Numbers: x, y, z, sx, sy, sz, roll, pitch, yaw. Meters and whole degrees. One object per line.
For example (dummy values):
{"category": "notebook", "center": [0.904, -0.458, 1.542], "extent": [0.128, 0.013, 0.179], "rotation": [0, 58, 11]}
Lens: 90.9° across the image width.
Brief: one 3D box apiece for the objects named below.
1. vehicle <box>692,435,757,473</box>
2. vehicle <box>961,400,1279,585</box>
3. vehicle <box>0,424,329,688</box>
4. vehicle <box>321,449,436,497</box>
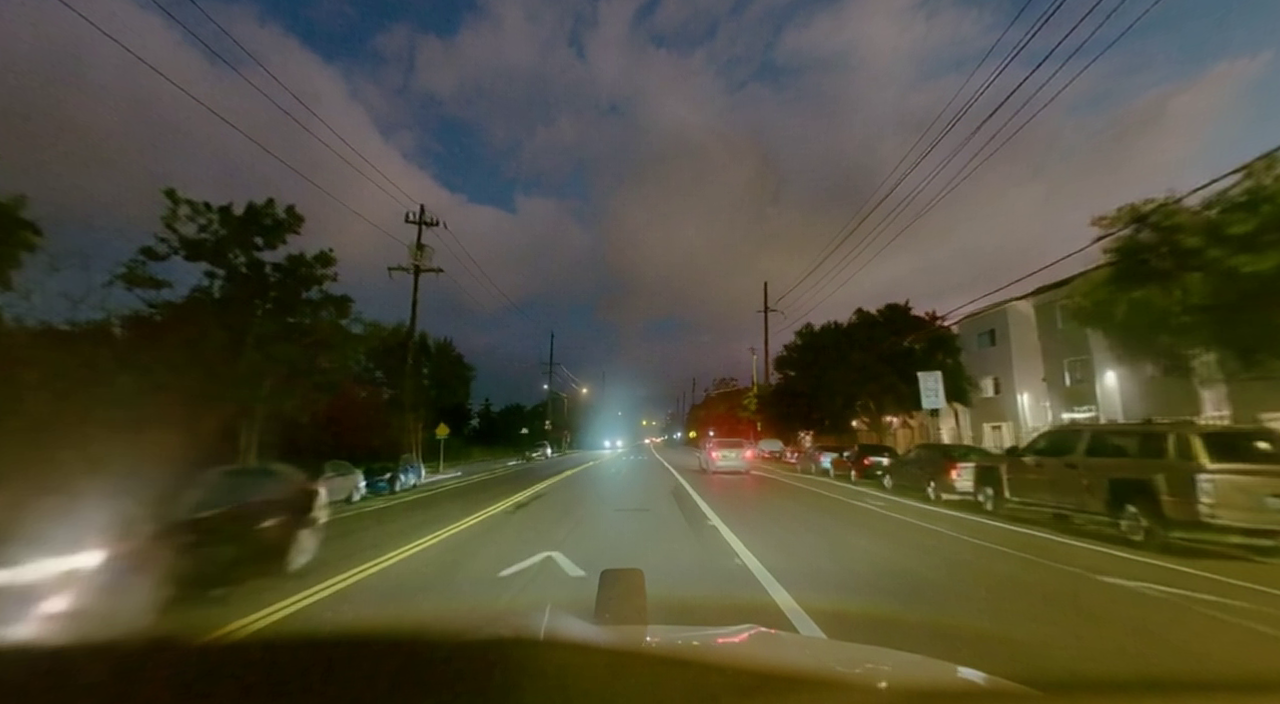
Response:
{"category": "vehicle", "center": [3.582, 4.420, 27.595], "extent": [2.059, 1.489, 4.629], "rotation": [0, -8, -1]}
{"category": "vehicle", "center": [7.667, 1.910, 9.729], "extent": [2.250, 1.935, 6.052], "rotation": [0, -8, 0]}
{"category": "vehicle", "center": [-4.881, 1.506, 5.639], "extent": [2.010, 1.588, 4.186], "rotation": [0, -8, 1]}
{"category": "vehicle", "center": [-9.253, 4.280, 22.827], "extent": [2.117, 1.474, 4.740], "rotation": [0, -8, 0]}
